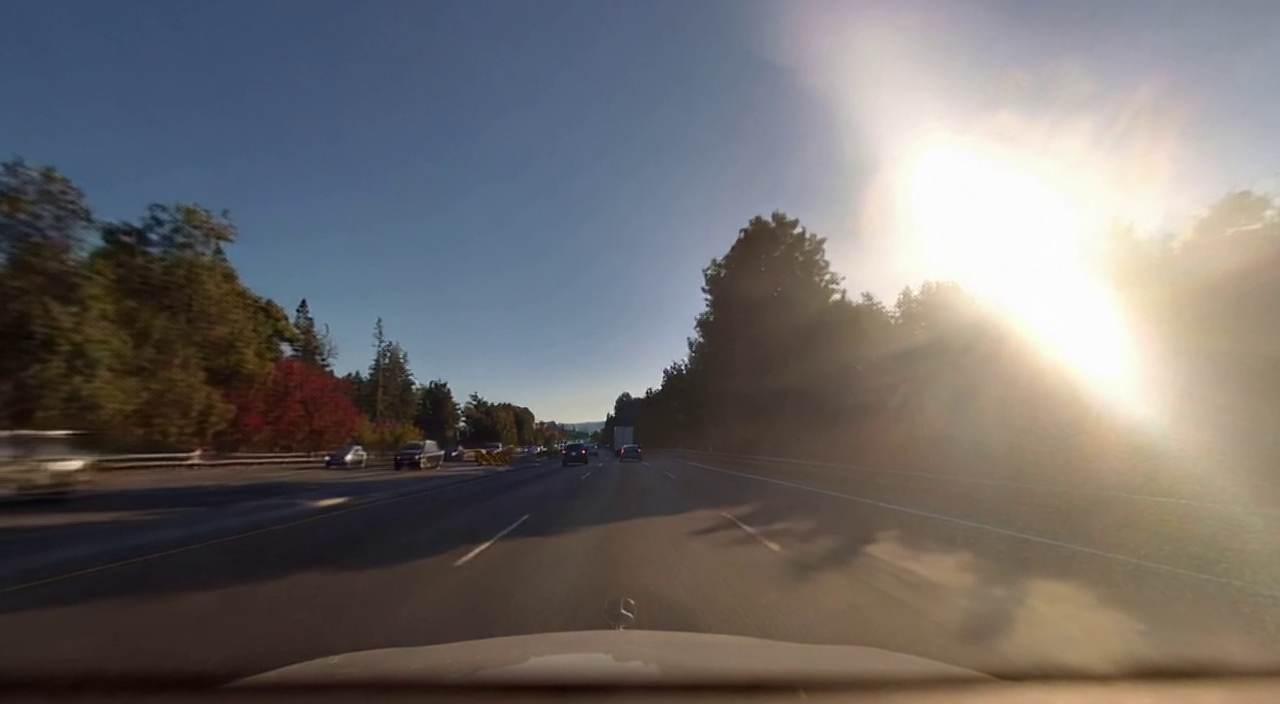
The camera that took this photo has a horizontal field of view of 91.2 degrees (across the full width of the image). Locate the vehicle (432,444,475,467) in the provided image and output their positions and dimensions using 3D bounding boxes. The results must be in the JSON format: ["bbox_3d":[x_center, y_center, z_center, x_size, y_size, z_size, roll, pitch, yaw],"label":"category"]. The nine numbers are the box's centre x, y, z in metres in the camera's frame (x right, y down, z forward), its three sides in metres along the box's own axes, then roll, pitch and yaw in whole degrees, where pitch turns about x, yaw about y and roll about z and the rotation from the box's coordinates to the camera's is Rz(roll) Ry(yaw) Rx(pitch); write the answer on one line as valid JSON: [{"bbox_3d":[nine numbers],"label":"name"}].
[{"bbox_3d":[-13.353,7.456,45.208,1.892,1.515,4.045,0,-9,-1],"label":"vehicle"}]

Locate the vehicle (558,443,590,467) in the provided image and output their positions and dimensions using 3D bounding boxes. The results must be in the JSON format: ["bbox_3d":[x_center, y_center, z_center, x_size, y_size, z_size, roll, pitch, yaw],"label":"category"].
[{"bbox_3d":[-4.903,7.762,47.127,2.098,1.692,4.038,0,-9,-2],"label":"vehicle"}]

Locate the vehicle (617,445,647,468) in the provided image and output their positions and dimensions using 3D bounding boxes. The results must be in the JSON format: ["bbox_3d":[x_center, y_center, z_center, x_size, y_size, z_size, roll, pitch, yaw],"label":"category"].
[{"bbox_3d":[-0.607,7.516,45.166,2.084,1.582,3.882,0,-9,-2],"label":"vehicle"}]

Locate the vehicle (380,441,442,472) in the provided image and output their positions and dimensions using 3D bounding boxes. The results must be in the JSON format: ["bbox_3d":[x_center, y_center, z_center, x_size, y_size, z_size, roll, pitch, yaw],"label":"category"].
[{"bbox_3d":[-12.576,5.774,34.715,1.867,1.566,4.012,0,-9,0],"label":"vehicle"}]

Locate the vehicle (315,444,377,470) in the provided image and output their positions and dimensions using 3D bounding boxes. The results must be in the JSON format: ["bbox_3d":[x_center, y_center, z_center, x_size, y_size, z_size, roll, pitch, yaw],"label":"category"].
[{"bbox_3d":[-18.380,6.582,39.411,1.822,1.497,4.474,0,-9,-2],"label":"vehicle"}]
